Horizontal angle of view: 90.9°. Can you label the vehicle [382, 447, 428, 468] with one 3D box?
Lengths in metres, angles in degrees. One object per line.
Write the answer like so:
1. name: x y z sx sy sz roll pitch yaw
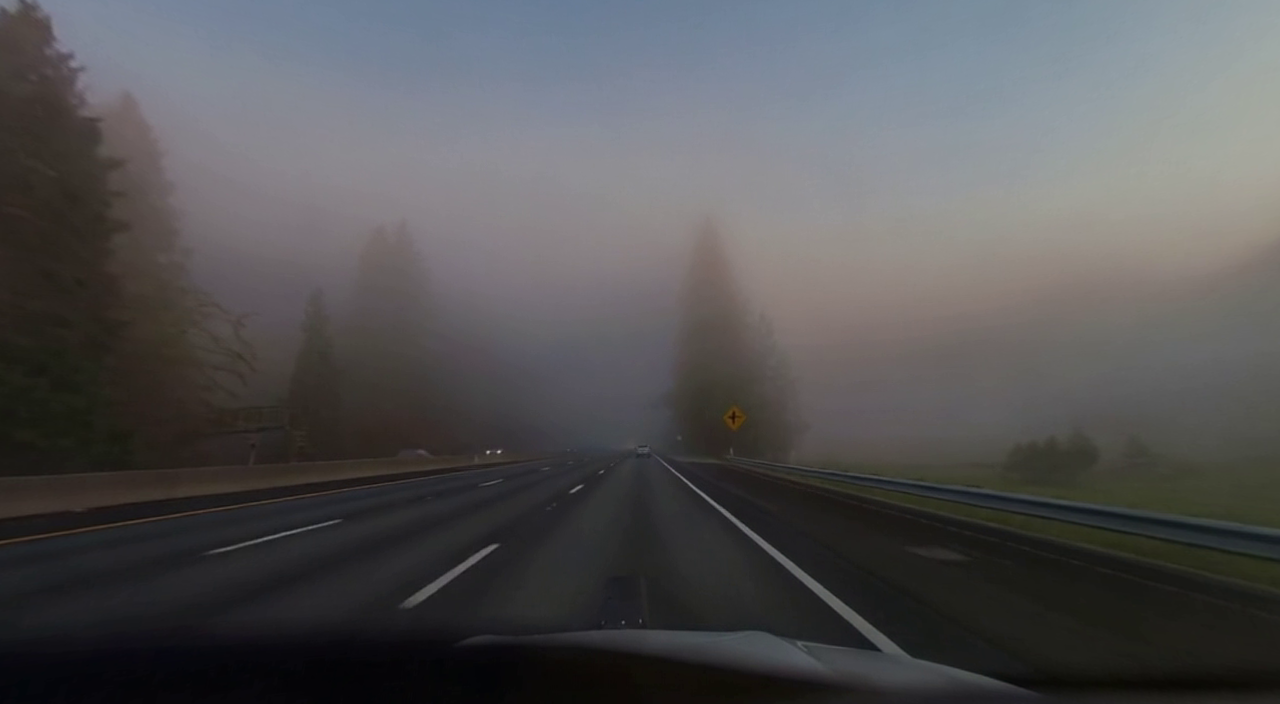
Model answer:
1. vehicle: -17.463 7.832 47.113 1.785 1.450 4.263 0 -8 0
